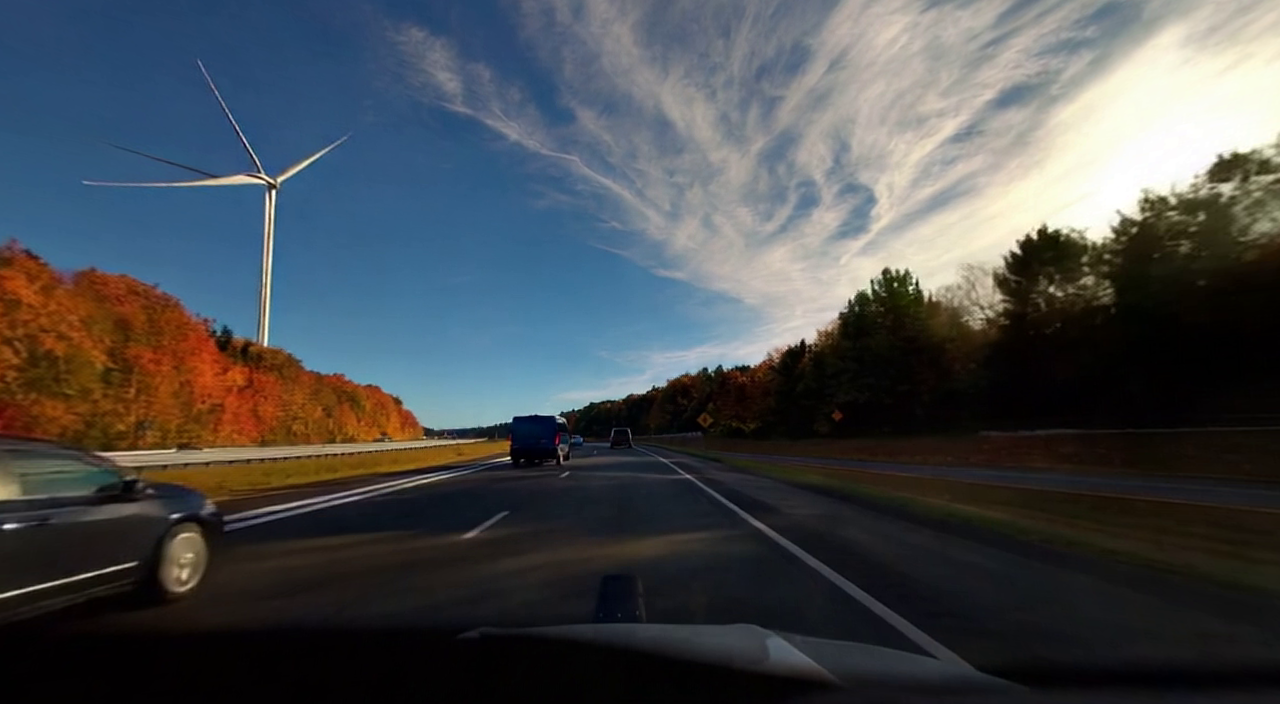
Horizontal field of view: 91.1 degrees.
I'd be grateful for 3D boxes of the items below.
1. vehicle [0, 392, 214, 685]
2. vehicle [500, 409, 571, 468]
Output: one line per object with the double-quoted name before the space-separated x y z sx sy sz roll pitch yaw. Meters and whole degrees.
"vehicle" -4.372 0.894 2.641 2.027 1.530 4.520 0 -8 -1
"vehicle" -4.456 3.804 27.706 2.303 2.323 5.089 0 -8 0
